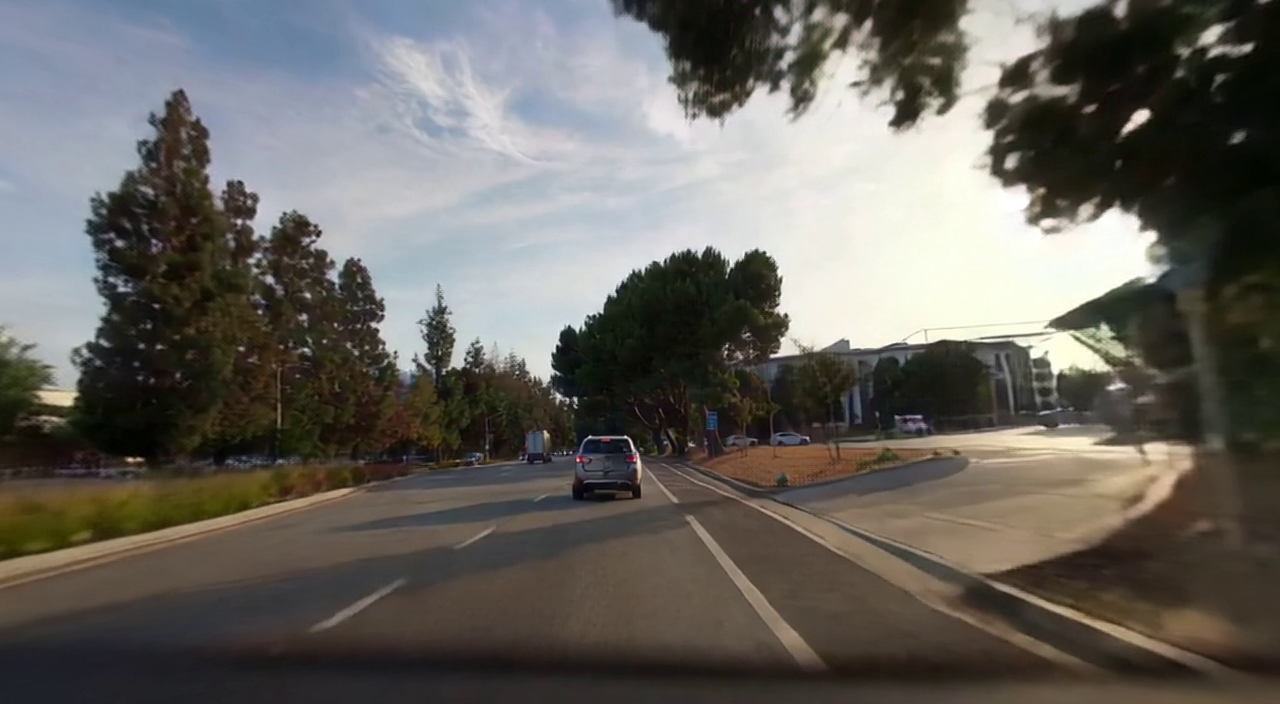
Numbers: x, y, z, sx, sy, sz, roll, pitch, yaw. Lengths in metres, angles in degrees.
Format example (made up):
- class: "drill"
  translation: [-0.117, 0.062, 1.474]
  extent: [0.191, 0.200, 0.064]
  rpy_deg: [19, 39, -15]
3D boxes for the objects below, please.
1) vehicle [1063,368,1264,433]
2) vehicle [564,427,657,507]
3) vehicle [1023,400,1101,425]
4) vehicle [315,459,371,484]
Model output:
- class: "vehicle"
  translation: [13.286, 1.284, 16.206]
  extent: [3.652, 1.481, 1.632]
  rpy_deg: [-1, -8, -1]
- class: "vehicle"
  translation: [-0.722, 2.960, 16.639]
  extent: [2.131, 1.761, 4.242]
  rpy_deg: [-1, -9, -1]
- class: "vehicle"
  translation: [32.371, 4.700, 48.584]
  extent: [1.851, 1.595, 4.463]
  rpy_deg: [3, -10, -28]
- class: "vehicle"
  translation: [-20.034, 8.043, 42.773]
  extent: [1.945, 1.444, 4.406]
  rpy_deg: [0, -9, -4]
